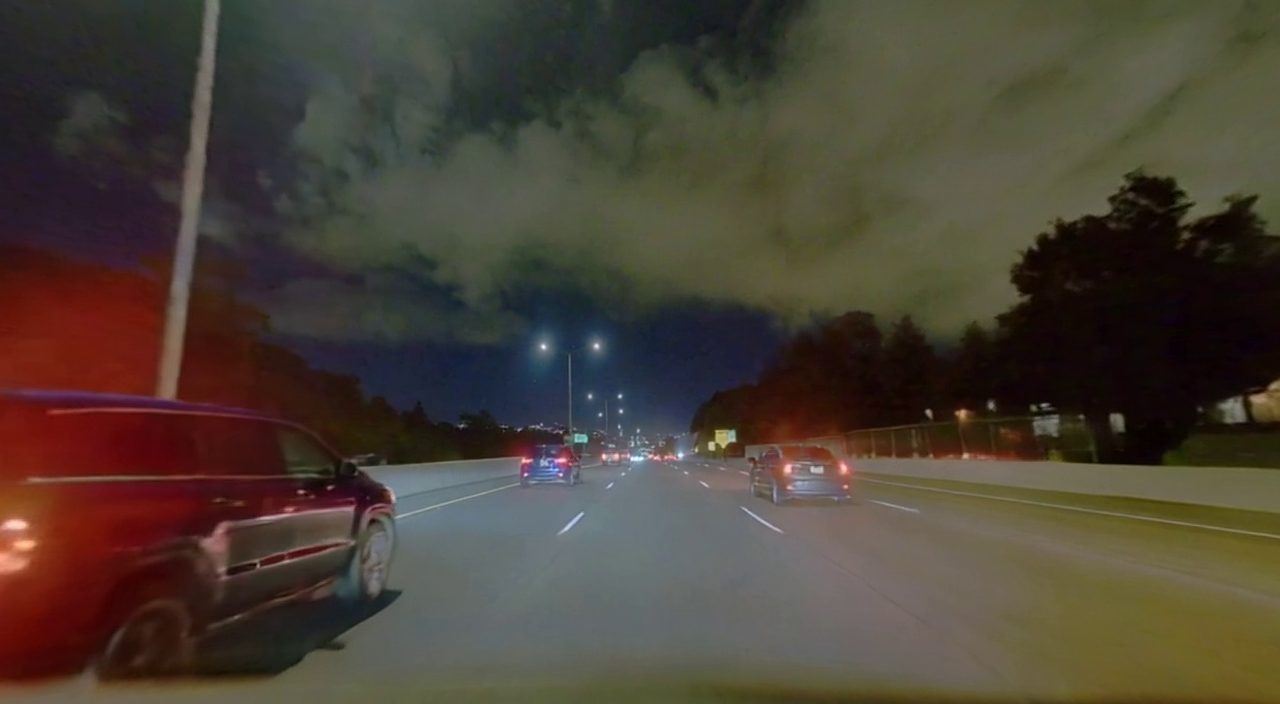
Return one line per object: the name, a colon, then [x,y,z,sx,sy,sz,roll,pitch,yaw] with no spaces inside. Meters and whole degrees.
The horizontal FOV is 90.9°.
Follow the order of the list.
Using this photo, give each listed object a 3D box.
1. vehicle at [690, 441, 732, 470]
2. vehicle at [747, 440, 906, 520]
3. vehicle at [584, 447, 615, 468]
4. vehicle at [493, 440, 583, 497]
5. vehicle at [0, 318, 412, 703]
vehicle: [4.483,6.626,40.632,2.144,1.752,4.765,0,-8,0]
vehicle: [3.906,2.756,14.282,2.040,1.461,4.822,0,-8,-1]
vehicle: [-3.072,8.072,48.673,2.099,1.494,4.504,-1,-8,1]
vehicle: [-3.140,3.713,20.597,1.974,1.589,5.047,-1,-8,2]
vehicle: [-3.324,0.997,3.729,2.139,1.764,4.707,-1,-8,1]
